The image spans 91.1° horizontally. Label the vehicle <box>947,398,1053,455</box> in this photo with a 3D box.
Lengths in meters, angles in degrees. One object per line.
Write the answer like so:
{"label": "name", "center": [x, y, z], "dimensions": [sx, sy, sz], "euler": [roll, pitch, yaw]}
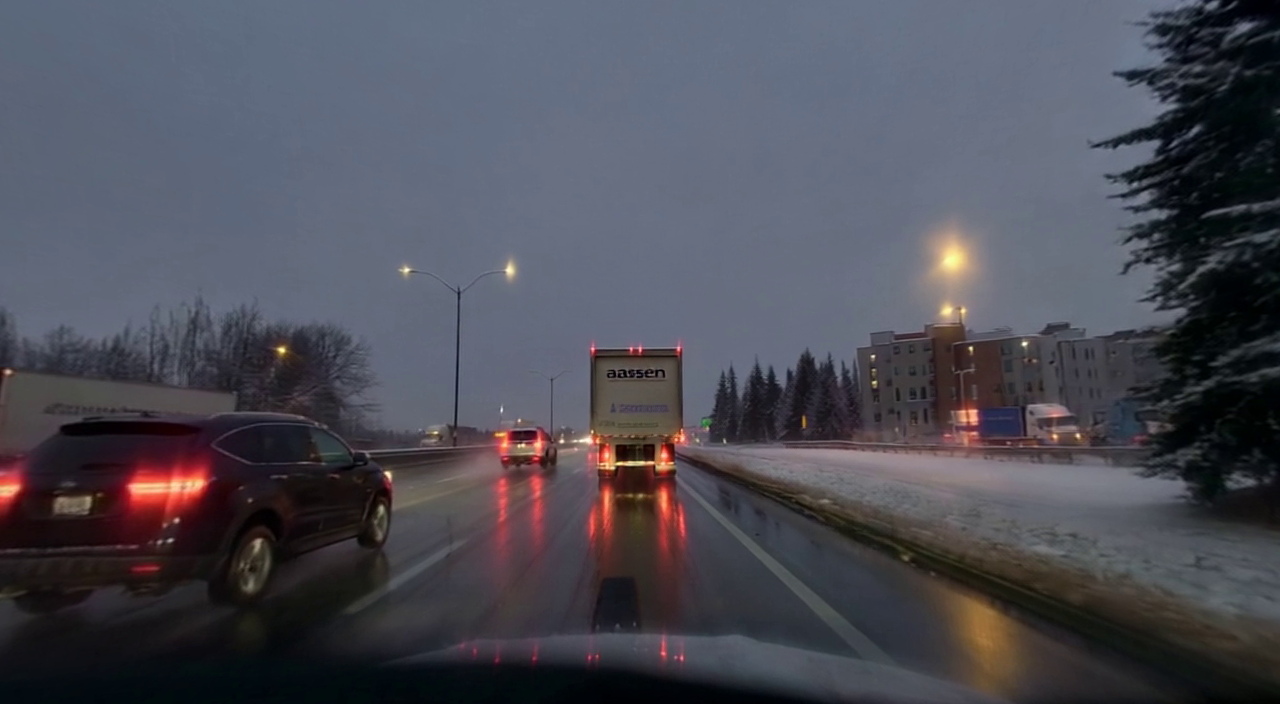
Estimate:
{"label": "vehicle", "center": [18.952, 3.993, 33.473], "dimensions": [2.432, 2.753, 5.388], "euler": [0, -8, 1]}

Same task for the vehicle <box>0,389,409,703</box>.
{"label": "vehicle", "center": [-3.713, 1.223, 5.152], "dimensions": [1.964, 1.507, 4.361], "euler": [0, -8, 0]}

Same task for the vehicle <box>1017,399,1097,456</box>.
{"label": "vehicle", "center": [19.606, 3.585, 29.697], "dimensions": [1.658, 2.523, 2.851], "euler": [0, -8, -1]}

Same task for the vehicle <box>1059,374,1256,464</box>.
{"label": "vehicle", "center": [19.368, 2.639, 24.091], "dimensions": [2.443, 3.006, 5.844], "euler": [0, -8, 0]}

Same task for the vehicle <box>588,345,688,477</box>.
{"label": "vehicle", "center": [-0.105, 2.603, 25.686], "dimensions": [3.171, 4.204, 11.036], "euler": [0, -8, 0]}

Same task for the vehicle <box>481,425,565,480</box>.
{"label": "vehicle", "center": [-3.713, 3.249, 20.691], "dimensions": [1.946, 1.599, 4.073], "euler": [0, -8, 0]}
